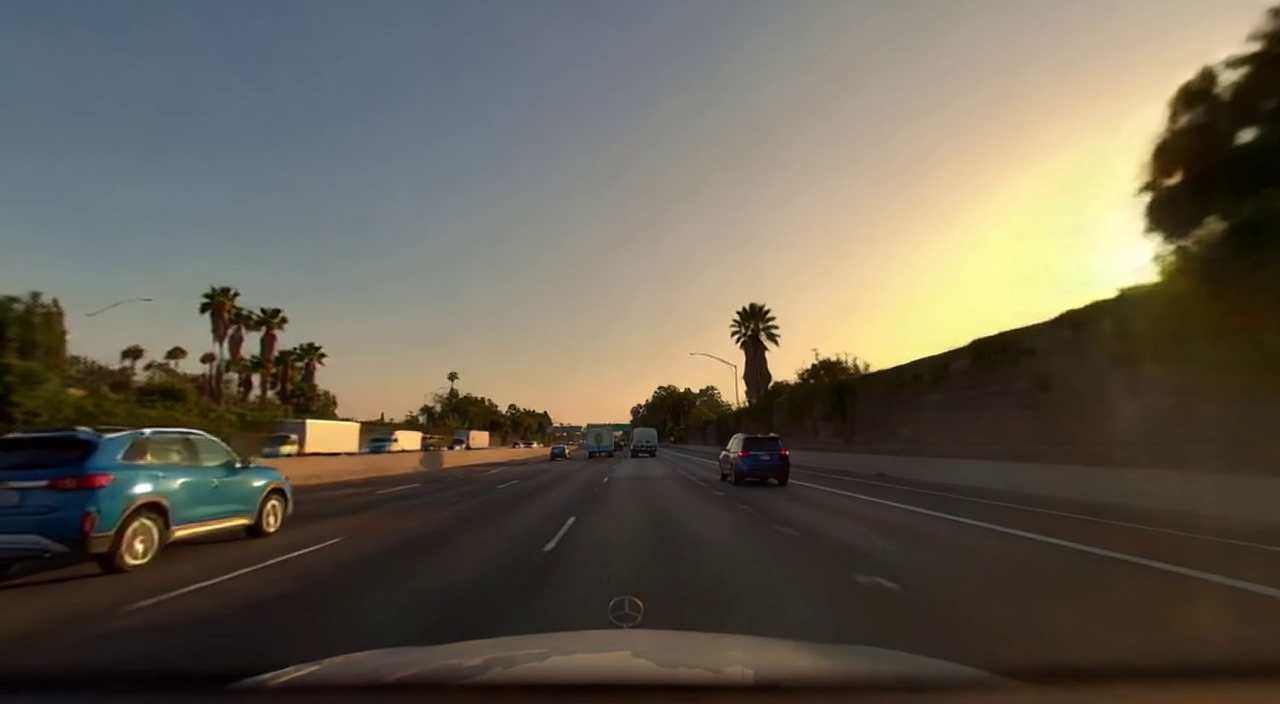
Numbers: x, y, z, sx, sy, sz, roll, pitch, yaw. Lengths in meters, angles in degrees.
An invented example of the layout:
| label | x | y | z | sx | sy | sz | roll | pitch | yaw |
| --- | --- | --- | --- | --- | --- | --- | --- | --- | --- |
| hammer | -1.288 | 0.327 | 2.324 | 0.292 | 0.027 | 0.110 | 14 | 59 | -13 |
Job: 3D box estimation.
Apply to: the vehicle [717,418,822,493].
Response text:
| label | x | y | z | sx | sy | sz | roll | pitch | yaw |
| --- | --- | --- | --- | --- | --- | --- | --- | --- | --- |
| vehicle | 4.165 | 3.436 | 21.301 | 2.408 | 2.210 | 4.999 | 0 | -8 | -1 |

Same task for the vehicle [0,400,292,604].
| label | x | y | z | sx | sy | sz | roll | pitch | yaw |
| --- | --- | --- | --- | --- | --- | --- | --- | --- | --- |
| vehicle | -6.763 | 1.621 | 7.638 | 2.289 | 1.774 | 4.871 | 0 | -8 | 0 |
